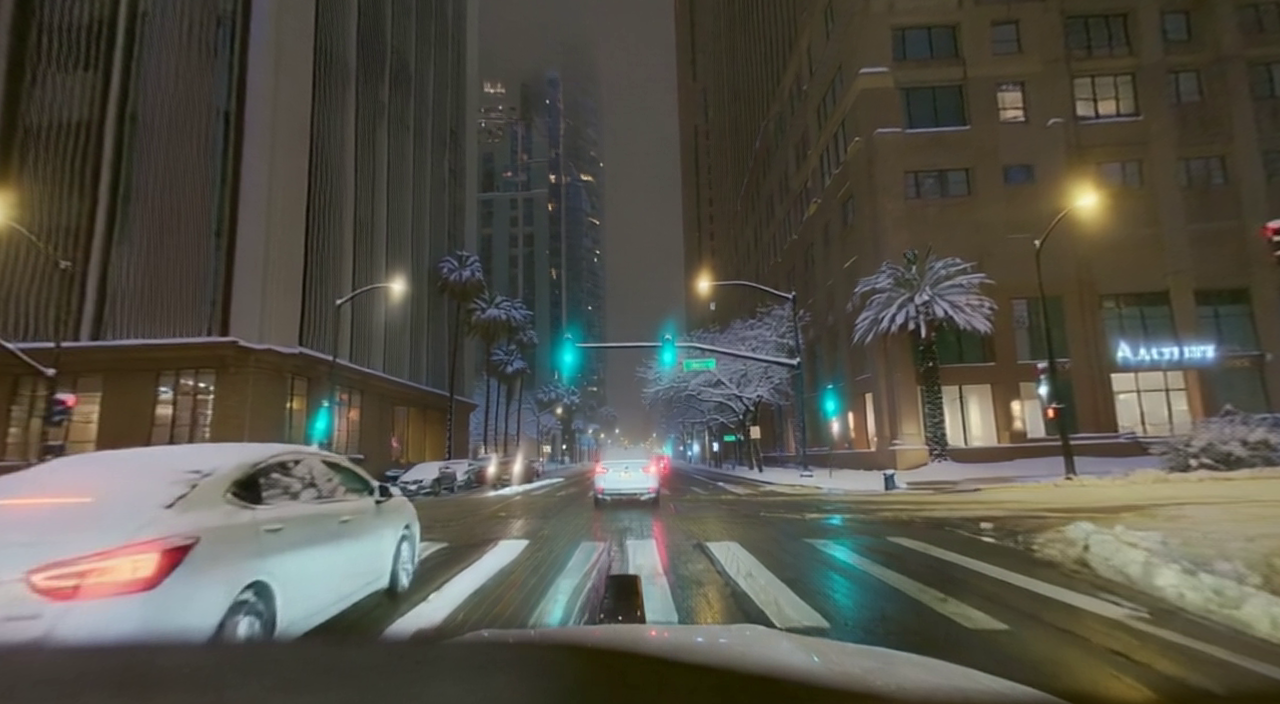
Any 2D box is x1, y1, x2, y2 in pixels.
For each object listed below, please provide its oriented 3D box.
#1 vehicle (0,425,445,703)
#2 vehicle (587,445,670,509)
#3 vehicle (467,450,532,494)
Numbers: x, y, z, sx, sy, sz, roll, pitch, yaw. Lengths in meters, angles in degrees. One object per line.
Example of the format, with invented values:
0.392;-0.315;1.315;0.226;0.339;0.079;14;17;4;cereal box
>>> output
-3.300;1.392;4.947;2.096;1.492;4.666;0;-8;-1;vehicle
-0.316;3.554;18.425;2.145;1.632;3.972;0;-8;-1;vehicle
-6.718;5.753;30.582;2.070;1.893;4.738;0;-8;0;vehicle
